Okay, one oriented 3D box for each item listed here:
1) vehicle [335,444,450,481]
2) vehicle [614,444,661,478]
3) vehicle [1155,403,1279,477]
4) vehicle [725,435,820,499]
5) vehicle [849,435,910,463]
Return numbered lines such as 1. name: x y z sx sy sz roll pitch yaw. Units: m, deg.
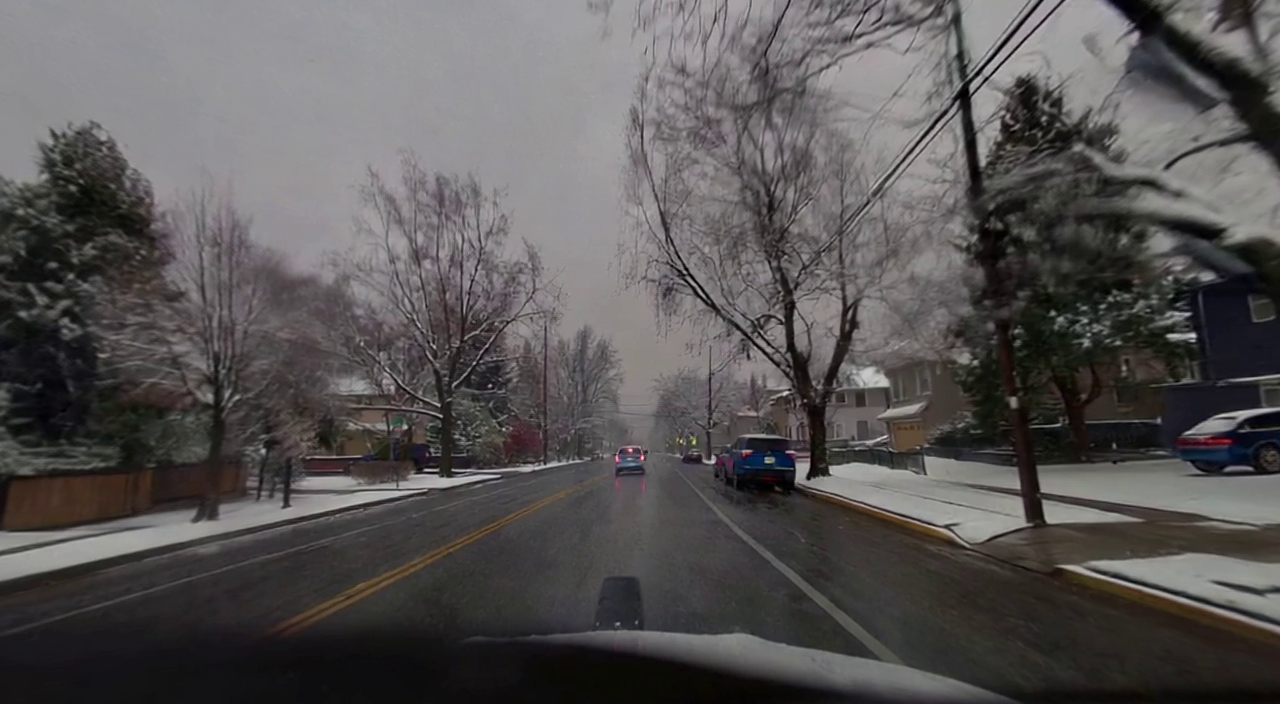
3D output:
1. vehicle: -15.332 6.881 39.234 6.278 1.911 2.173 -3 -10 1
2. vehicle: -0.087 5.198 30.240 2.104 1.500 3.815 0 -8 1
3. vehicle: 16.018 2.153 15.434 4.927 1.674 2.025 0 -8 0
4. vehicle: 4.189 3.701 20.812 2.100 1.830 5.040 0 -8 1
5. vehicle: 15.151 6.162 40.143 1.919 1.677 4.590 0 -8 -3
